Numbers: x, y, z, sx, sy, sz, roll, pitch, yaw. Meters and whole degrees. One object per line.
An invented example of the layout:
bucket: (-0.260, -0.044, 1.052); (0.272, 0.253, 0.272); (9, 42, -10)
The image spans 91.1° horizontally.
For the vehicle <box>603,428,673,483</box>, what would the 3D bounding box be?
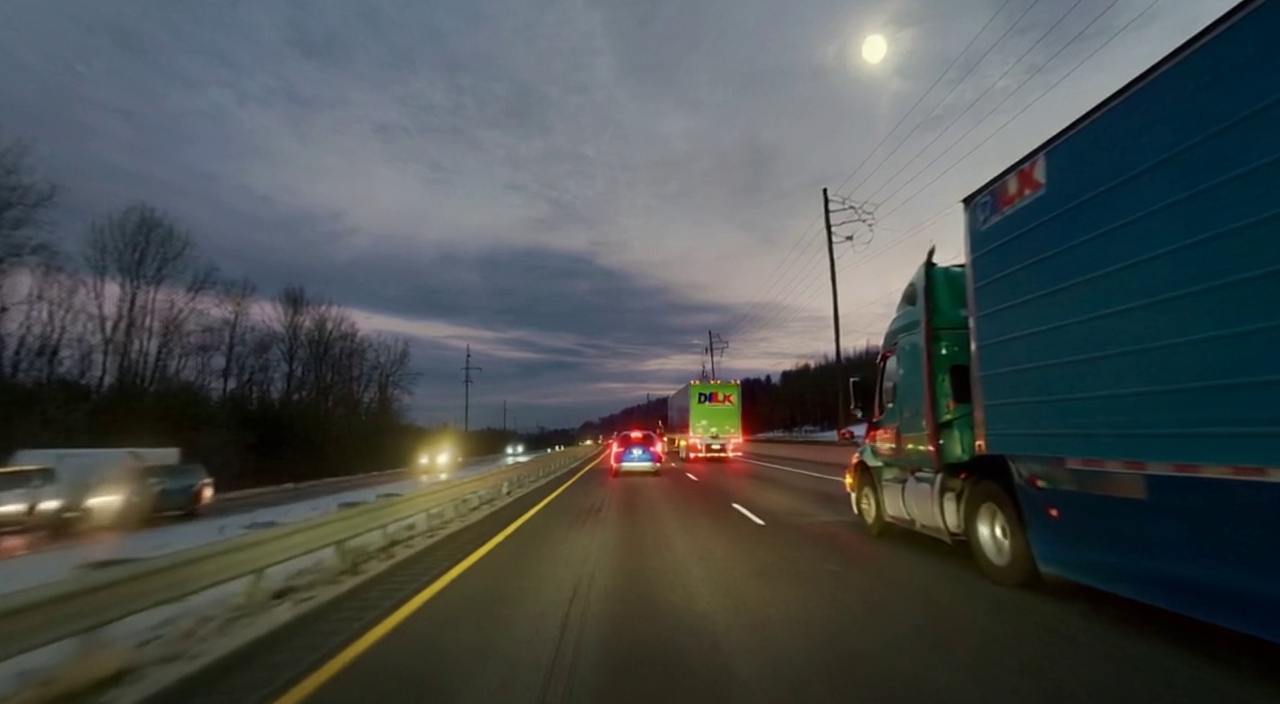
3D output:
vehicle: (-0.128, 3.297, 20.394); (2.062, 1.581, 3.914); (0, -8, -2)

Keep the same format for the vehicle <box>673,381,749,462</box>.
vehicle: (3.615, 3.943, 34.613); (2.835, 3.872, 8.916); (0, -8, -2)

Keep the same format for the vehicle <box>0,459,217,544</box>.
vehicle: (-12.760, 3.513, 15.388); (2.066, 1.614, 4.246); (0, -8, -4)
